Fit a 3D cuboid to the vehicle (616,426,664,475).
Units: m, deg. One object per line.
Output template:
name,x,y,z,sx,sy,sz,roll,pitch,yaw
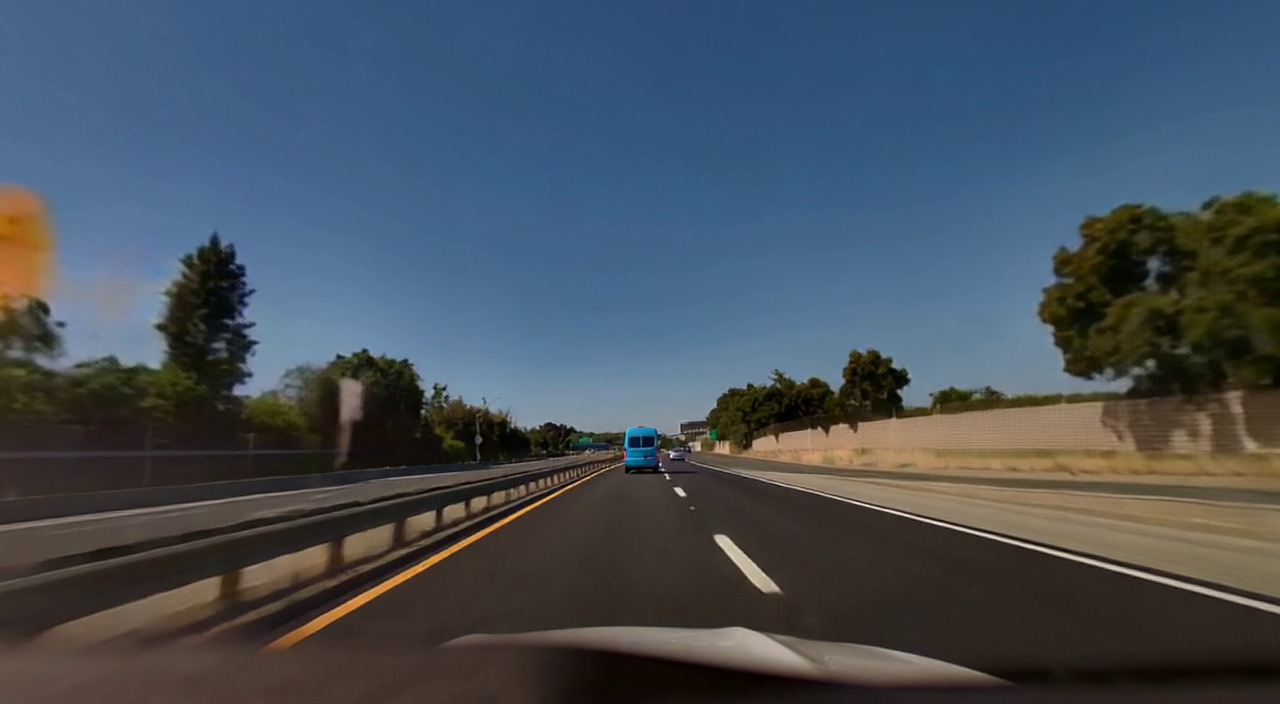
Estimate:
vehicle,0.018,5.714,36.392,2.560,2.598,5.581,0,-9,0
